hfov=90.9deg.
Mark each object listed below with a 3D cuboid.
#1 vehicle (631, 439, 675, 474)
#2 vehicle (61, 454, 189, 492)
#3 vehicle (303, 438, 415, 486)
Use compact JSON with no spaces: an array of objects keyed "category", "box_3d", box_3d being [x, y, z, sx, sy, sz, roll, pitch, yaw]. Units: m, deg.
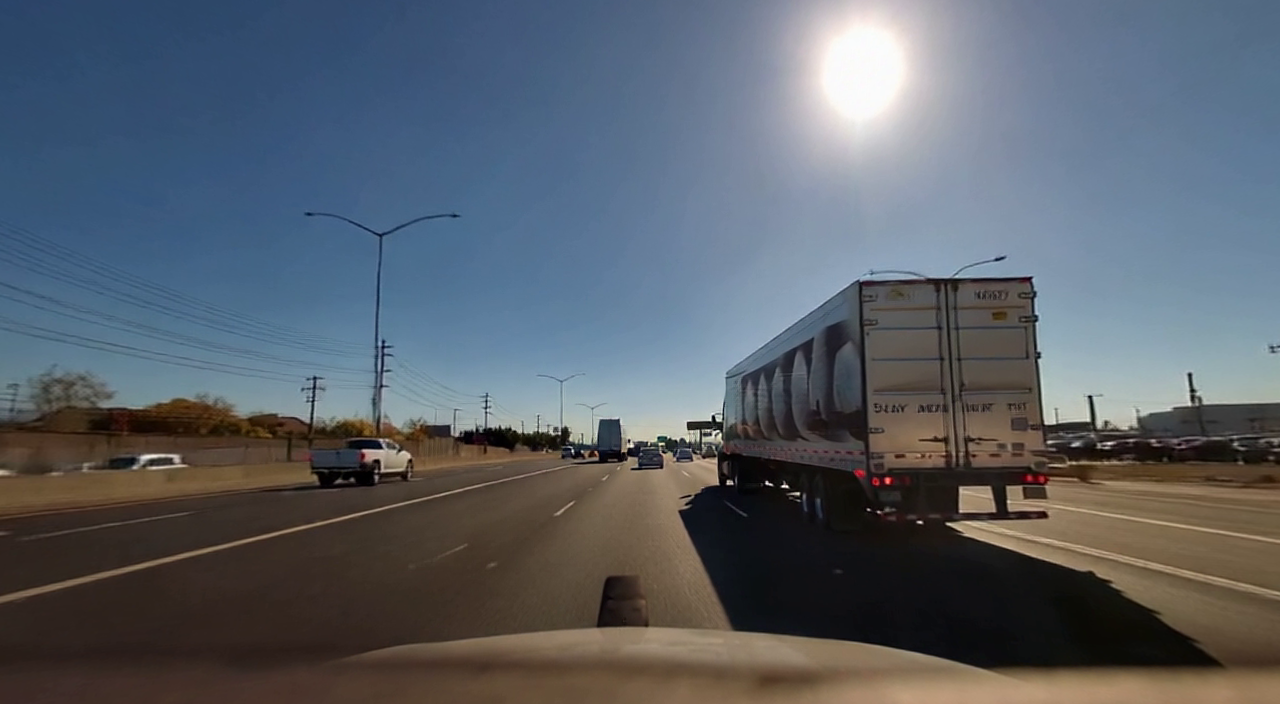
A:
[{"category":"vehicle","box_3d":[0.709,5.837,35.503,2.279,1.837,4.747,0,-8,0]},{"category":"vehicle","box_3d":[-23.813,5.576,29.454,1.994,1.532,4.674,0,-8,0]},{"category":"vehicle","box_3d":[-10.829,4.255,24.748,2.097,1.673,4.730,0,-8,2]}]
